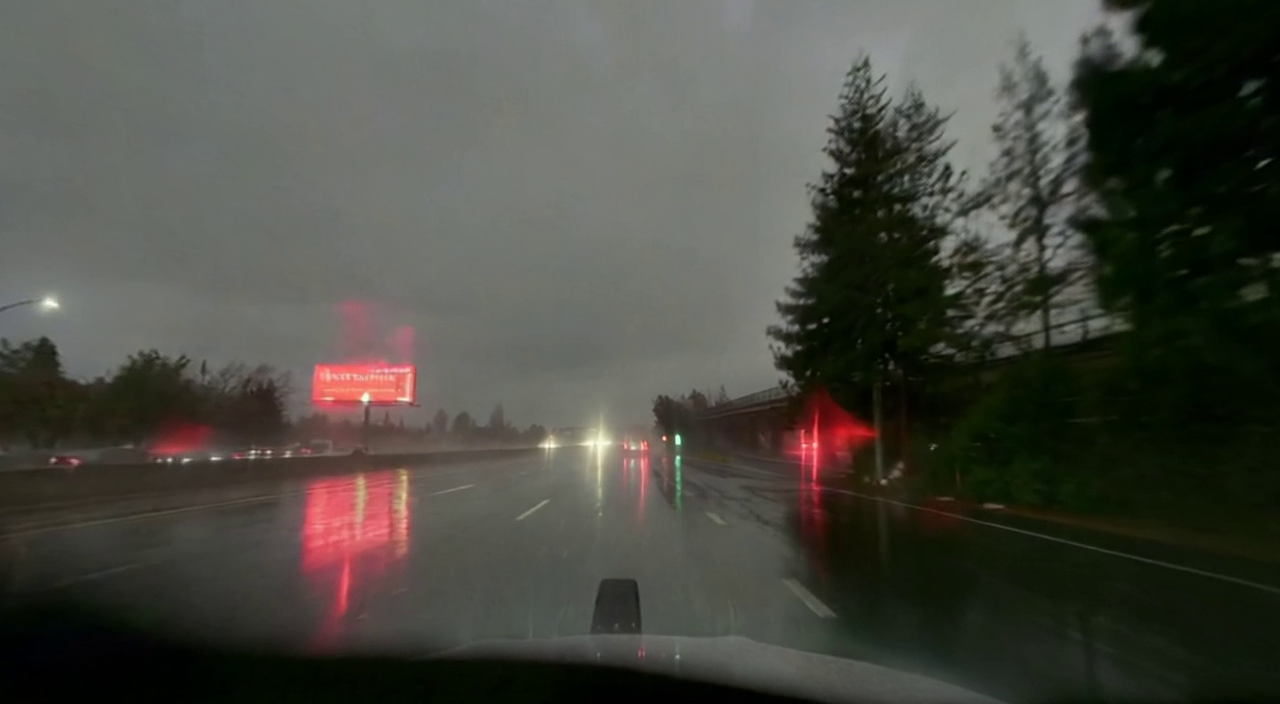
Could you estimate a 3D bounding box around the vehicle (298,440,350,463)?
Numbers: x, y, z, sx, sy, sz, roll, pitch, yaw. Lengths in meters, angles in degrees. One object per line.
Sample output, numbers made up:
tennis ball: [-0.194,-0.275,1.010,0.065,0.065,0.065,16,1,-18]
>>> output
vehicle: [-20.006,6.296,40.158,1.459,1.356,3.255,-1,-8,4]
